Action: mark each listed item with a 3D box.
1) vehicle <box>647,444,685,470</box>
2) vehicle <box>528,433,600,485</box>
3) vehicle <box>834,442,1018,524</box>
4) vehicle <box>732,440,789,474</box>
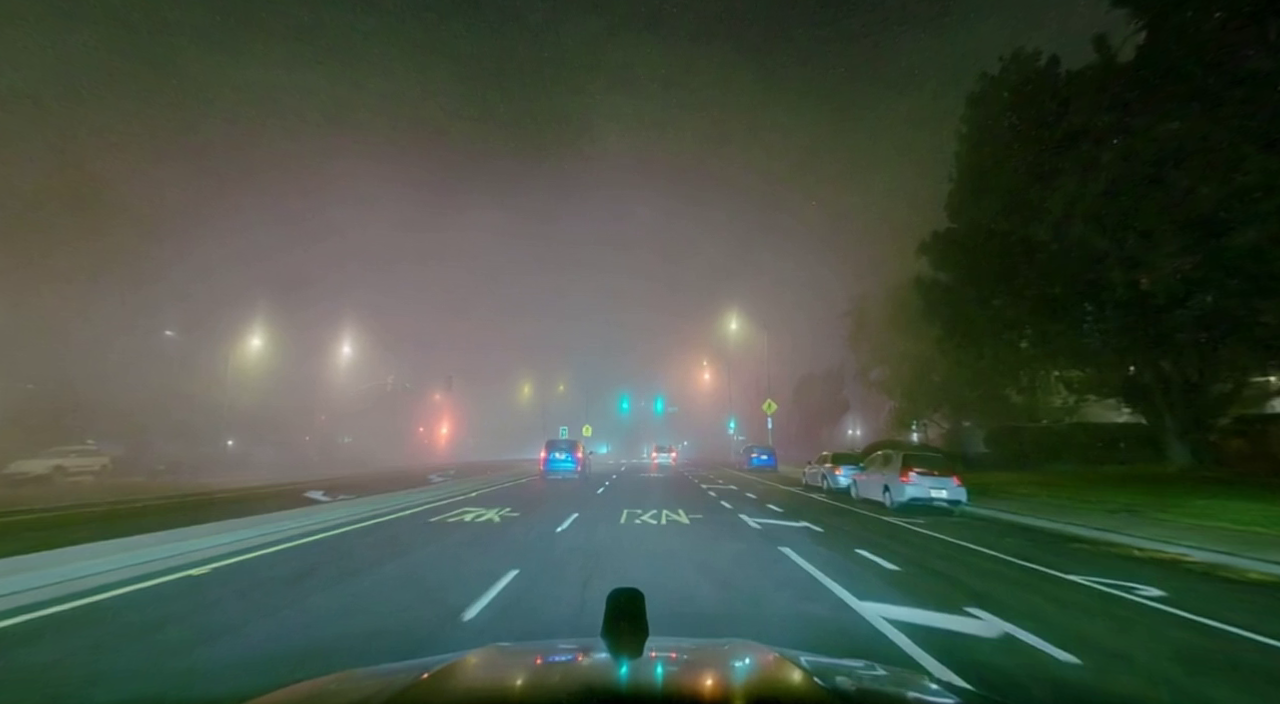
[{"bbox_3d":[1.513,6.289,37.956,2.075,1.480,3.920,0,-8,0],"label":"vehicle"},{"bbox_3d":[-2.853,4.131,24.647,2.150,1.812,4.423,0,-8,2],"label":"vehicle"},{"bbox_3d":[6.071,2.802,14.235,1.871,1.485,5.074,0,-9,1],"label":"vehicle"},{"bbox_3d":[6.488,5.705,34.504,2.038,1.687,4.985,0,-8,-2],"label":"vehicle"}]
